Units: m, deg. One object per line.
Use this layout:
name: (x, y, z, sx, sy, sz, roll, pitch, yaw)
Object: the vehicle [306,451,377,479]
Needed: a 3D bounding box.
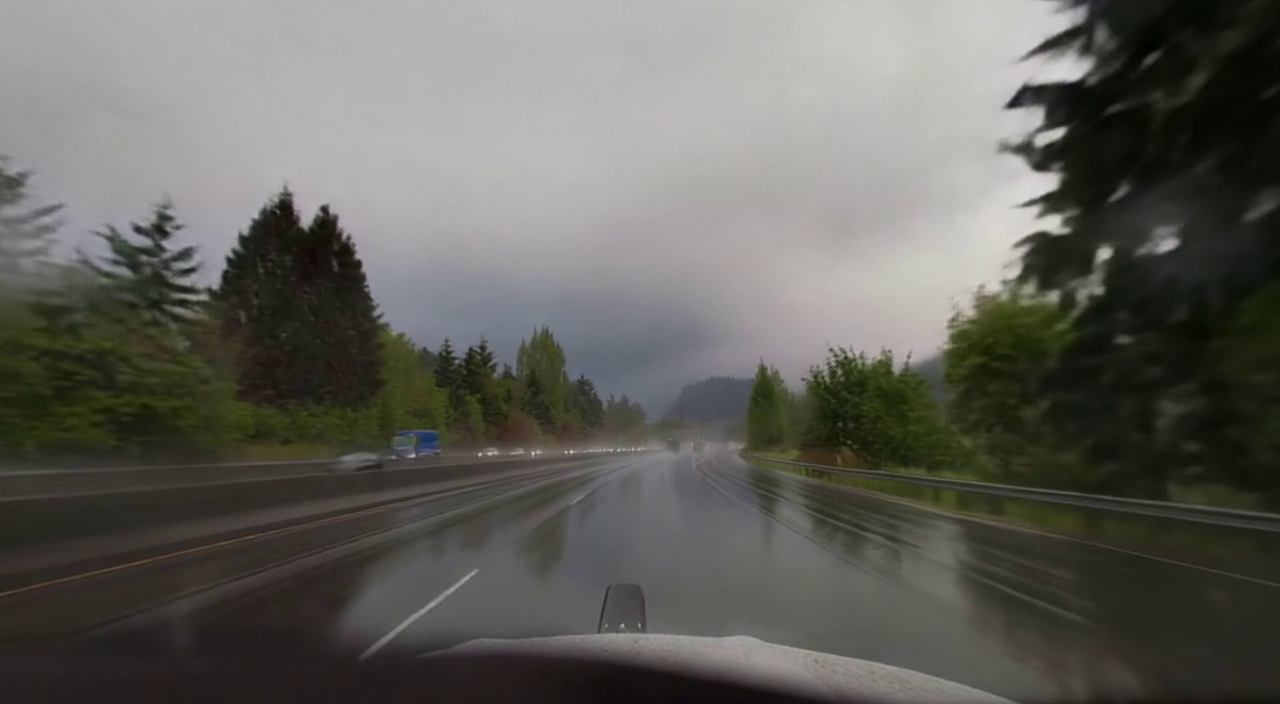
vehicle: (-17.025, 6.461, 36.178, 1.957, 1.482, 4.172, 0, -9, 2)
